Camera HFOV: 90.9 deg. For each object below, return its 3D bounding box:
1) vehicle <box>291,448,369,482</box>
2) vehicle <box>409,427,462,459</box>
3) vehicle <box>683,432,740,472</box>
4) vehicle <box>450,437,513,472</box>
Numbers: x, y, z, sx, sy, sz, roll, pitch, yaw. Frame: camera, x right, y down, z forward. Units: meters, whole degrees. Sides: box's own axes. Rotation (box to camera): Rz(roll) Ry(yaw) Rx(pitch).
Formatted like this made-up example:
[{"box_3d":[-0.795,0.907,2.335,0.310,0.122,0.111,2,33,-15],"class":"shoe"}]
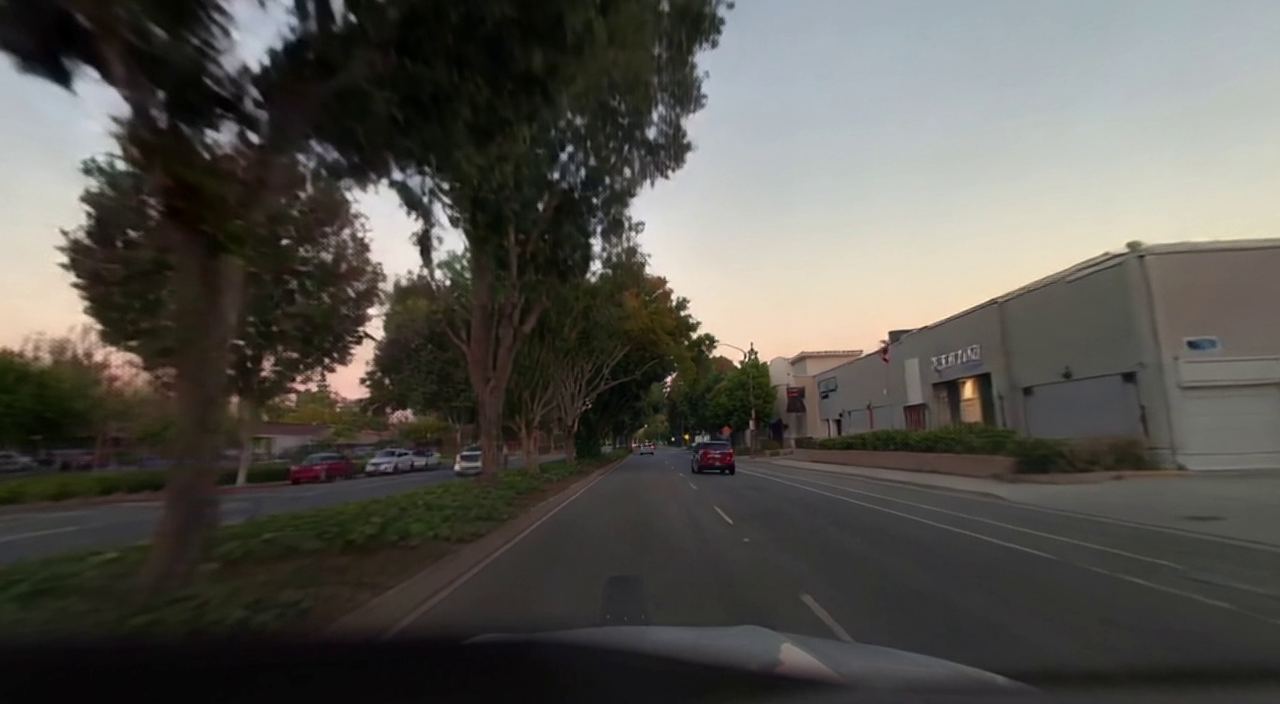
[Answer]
[{"box_3d":[-16.310,5.923,33.426,1.848,1.641,4.644,0,-8,-1],"class":"vehicle"},{"box_3d":[-13.597,6.109,42.279,2.005,2.034,4.904,0,-8,-1],"class":"vehicle"},{"box_3d":[3.314,4.757,30.138,2.143,1.759,4.378,0,-8,-1],"class":"vehicle"},{"box_3d":[-8.295,5.388,33.397,2.040,1.729,4.566,0,-8,2],"class":"vehicle"}]
